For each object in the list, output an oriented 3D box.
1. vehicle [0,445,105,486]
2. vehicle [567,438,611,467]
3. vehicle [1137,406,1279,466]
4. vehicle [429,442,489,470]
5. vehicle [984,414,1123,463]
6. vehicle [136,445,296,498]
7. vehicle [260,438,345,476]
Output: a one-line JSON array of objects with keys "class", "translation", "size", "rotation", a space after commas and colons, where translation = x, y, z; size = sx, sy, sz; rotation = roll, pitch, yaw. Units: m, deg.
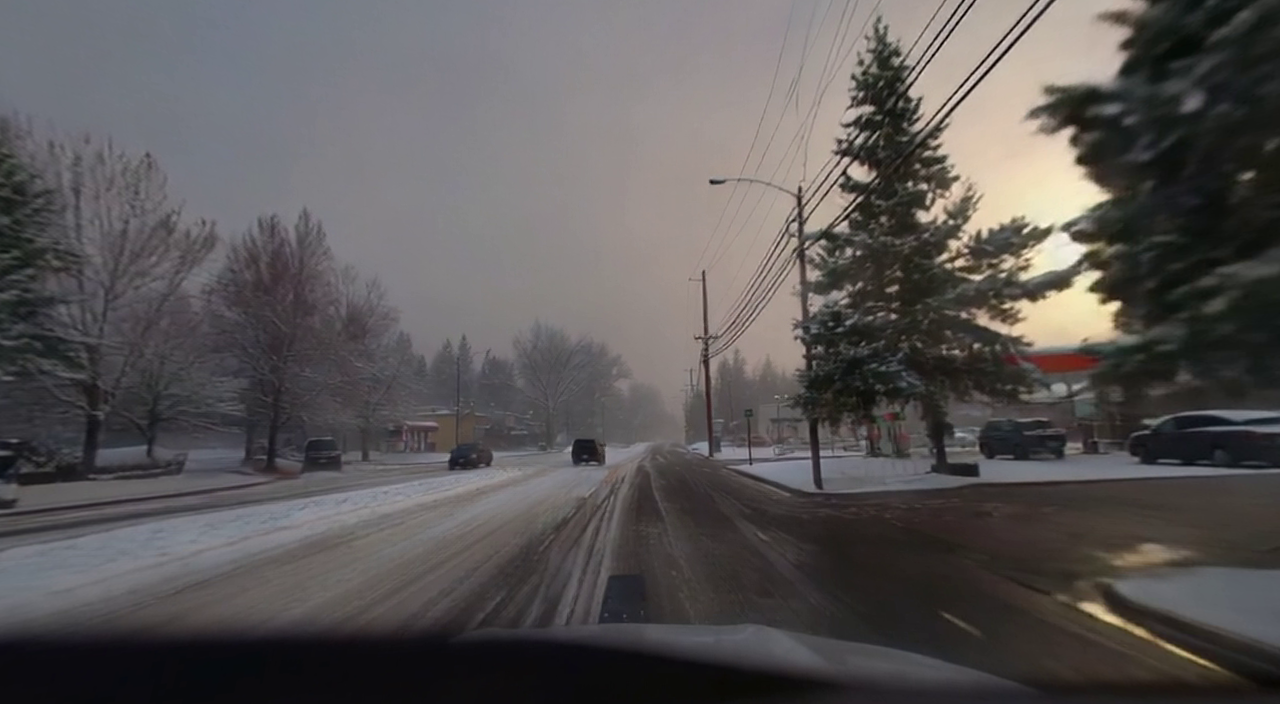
[{"class": "vehicle", "translation": [-22.987, 4.197, 23.483], "size": [4.219, 1.431, 1.999], "rotation": [0, -8, -1]}, {"class": "vehicle", "translation": [-2.815, 5.599, 35.382], "size": [2.073, 1.525, 3.968], "rotation": [0, -8, 1]}, {"class": "vehicle", "translation": [17.823, 2.446, 18.349], "size": [4.943, 1.646, 2.072], "rotation": [0, -8, 0]}, {"class": "vehicle", "translation": [-10.315, 5.964, 36.367], "size": [2.021, 1.480, 4.800], "rotation": [0, -8, 1]}, {"class": "vehicle", "translation": [18.327, 3.819, 28.306], "size": [2.020, 1.972, 4.983], "rotation": [3, -7, -16]}, {"class": "vehicle", "translation": [-13.974, 3.930, 21.208], "size": [2.091, 1.538, 4.451], "rotation": [-1, -8, 4]}, {"class": "vehicle", "translation": [-20.612, 6.346, 38.449], "size": [5.575, 2.142, 1.996], "rotation": [-5, -10, 33]}]
